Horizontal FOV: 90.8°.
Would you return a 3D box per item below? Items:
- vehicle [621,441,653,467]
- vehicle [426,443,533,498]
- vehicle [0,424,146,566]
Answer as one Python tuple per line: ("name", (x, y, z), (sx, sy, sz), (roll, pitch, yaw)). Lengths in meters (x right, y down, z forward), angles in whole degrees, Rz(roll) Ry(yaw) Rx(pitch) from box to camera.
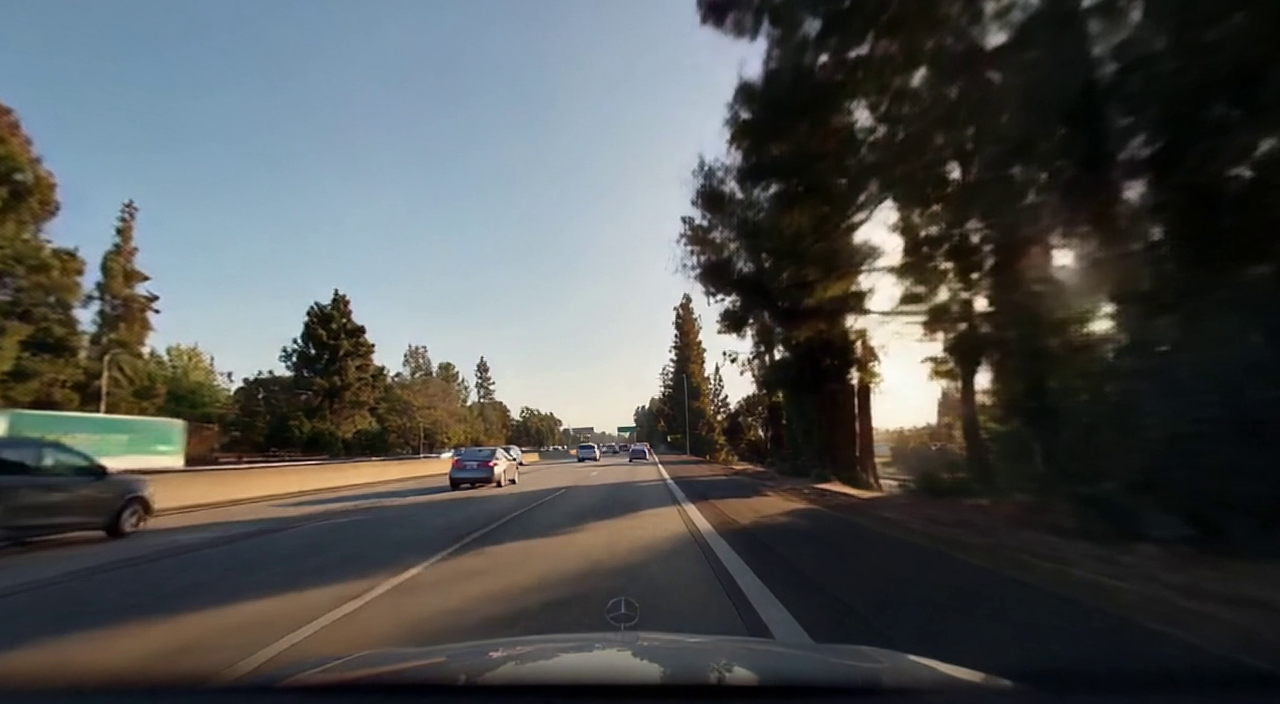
("vehicle", (-0.210, 7.446, 46.152), (2.179, 1.742, 4.396), (-1, -9, 0))
("vehicle", (-5.118, 3.818, 20.911), (2.102, 1.562, 4.884), (-1, -9, 2))
("vehicle", (-9.259, 1.837, 8.041), (2.091, 1.795, 4.617), (-1, -9, 2))
